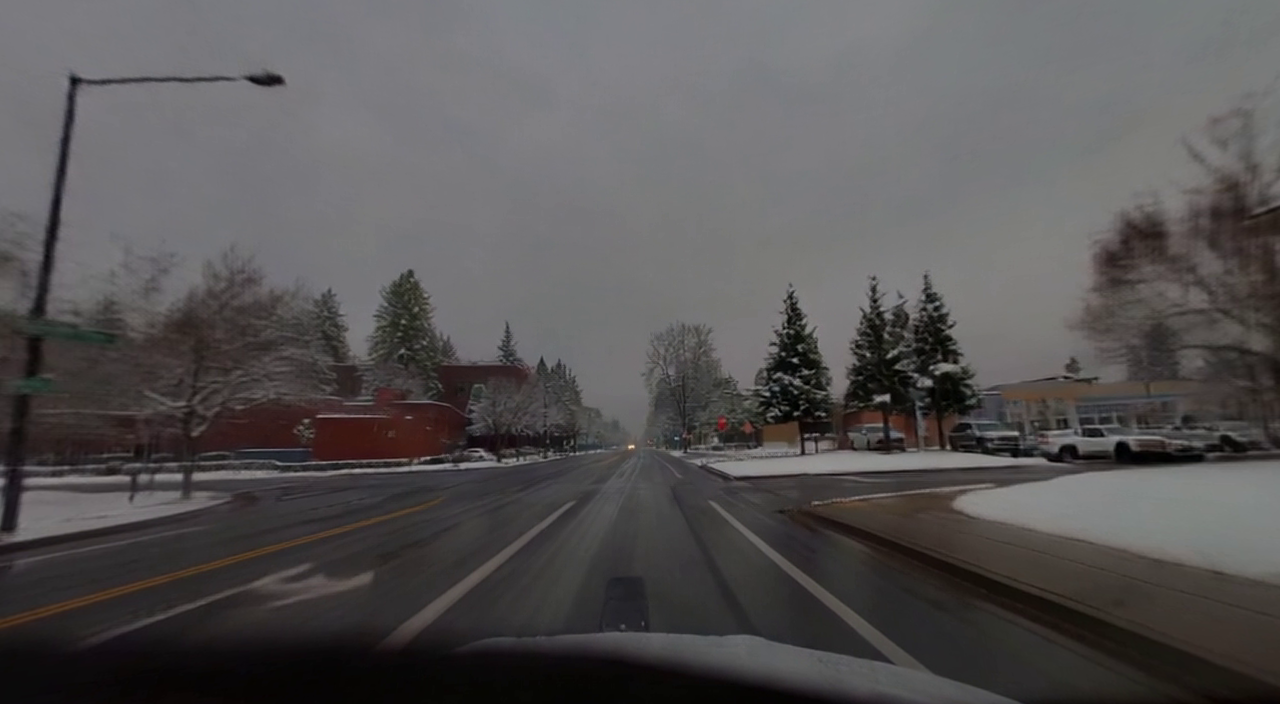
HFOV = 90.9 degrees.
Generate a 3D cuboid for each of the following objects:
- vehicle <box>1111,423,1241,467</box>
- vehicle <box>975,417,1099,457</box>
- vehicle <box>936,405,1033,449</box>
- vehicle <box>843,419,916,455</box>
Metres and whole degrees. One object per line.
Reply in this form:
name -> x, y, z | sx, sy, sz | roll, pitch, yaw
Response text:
vehicle -> 20.623, 3.630, 24.491 | 1.766, 1.560, 3.695 | 0, -8, 0
vehicle -> 15.240, 3.352, 24.539 | 1.866, 1.420, 4.447 | 0, -9, 0
vehicle -> 16.939, 3.806, 31.339 | 2.027, 1.910, 4.824 | -3, -8, 1
vehicle -> 11.826, 4.267, 31.516 | 2.036, 1.636, 4.995 | 0, -8, 5
